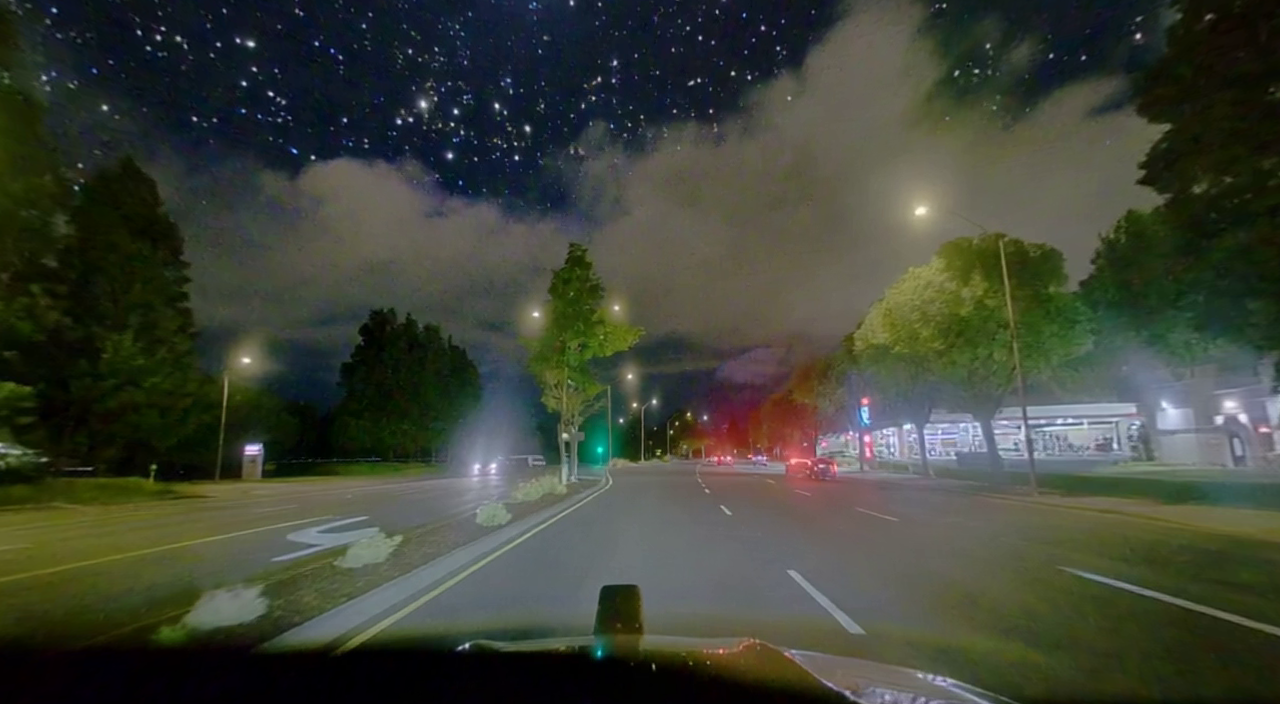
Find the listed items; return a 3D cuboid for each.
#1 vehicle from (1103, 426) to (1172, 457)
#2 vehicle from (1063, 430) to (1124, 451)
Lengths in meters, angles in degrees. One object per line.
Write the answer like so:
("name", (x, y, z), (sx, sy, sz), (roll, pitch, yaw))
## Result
("vehicle", (31.505, 5.665, 40.008), (3.449, 1.428, 1.548), (-5, -10, -19))
("vehicle", (31.003, 6.040, 43.220), (3.303, 1.375, 1.483), (2, -5, -11))
